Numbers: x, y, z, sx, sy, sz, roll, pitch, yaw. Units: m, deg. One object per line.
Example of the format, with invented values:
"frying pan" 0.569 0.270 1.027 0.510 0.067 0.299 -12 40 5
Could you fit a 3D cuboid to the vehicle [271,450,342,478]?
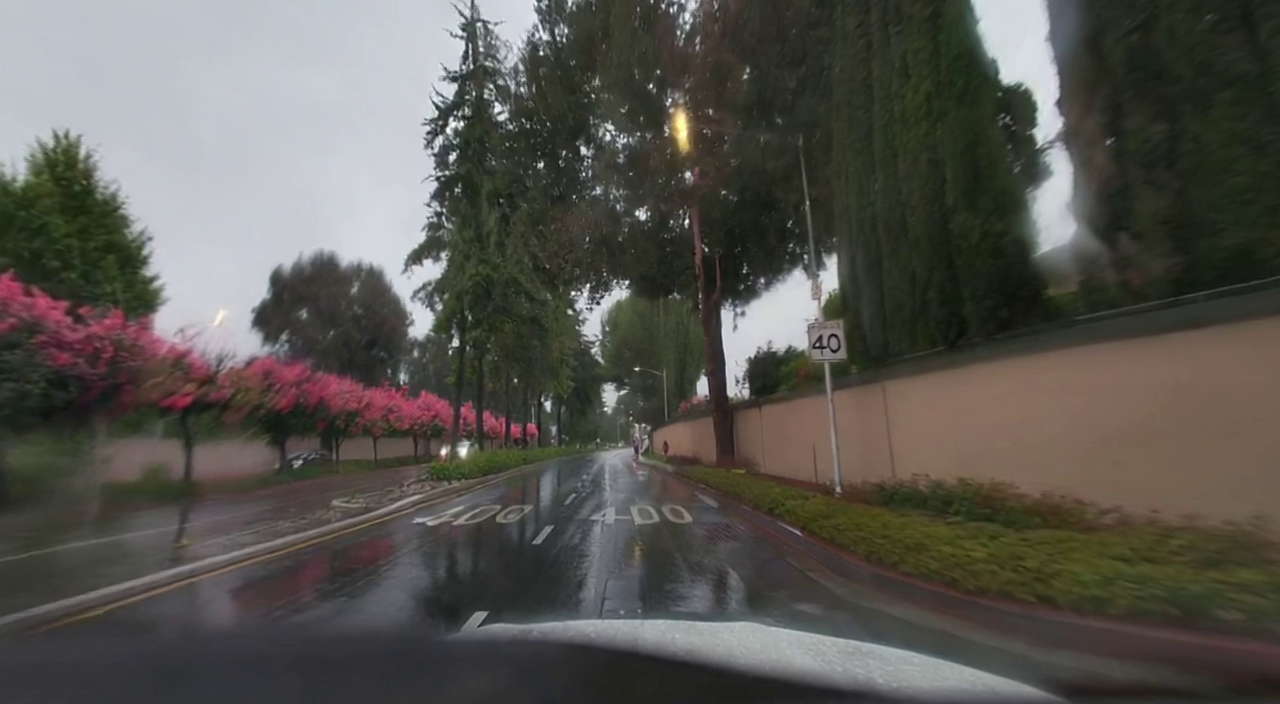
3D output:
"vehicle" -18.191 6.089 34.652 1.827 1.404 4.141 0 -8 -3
